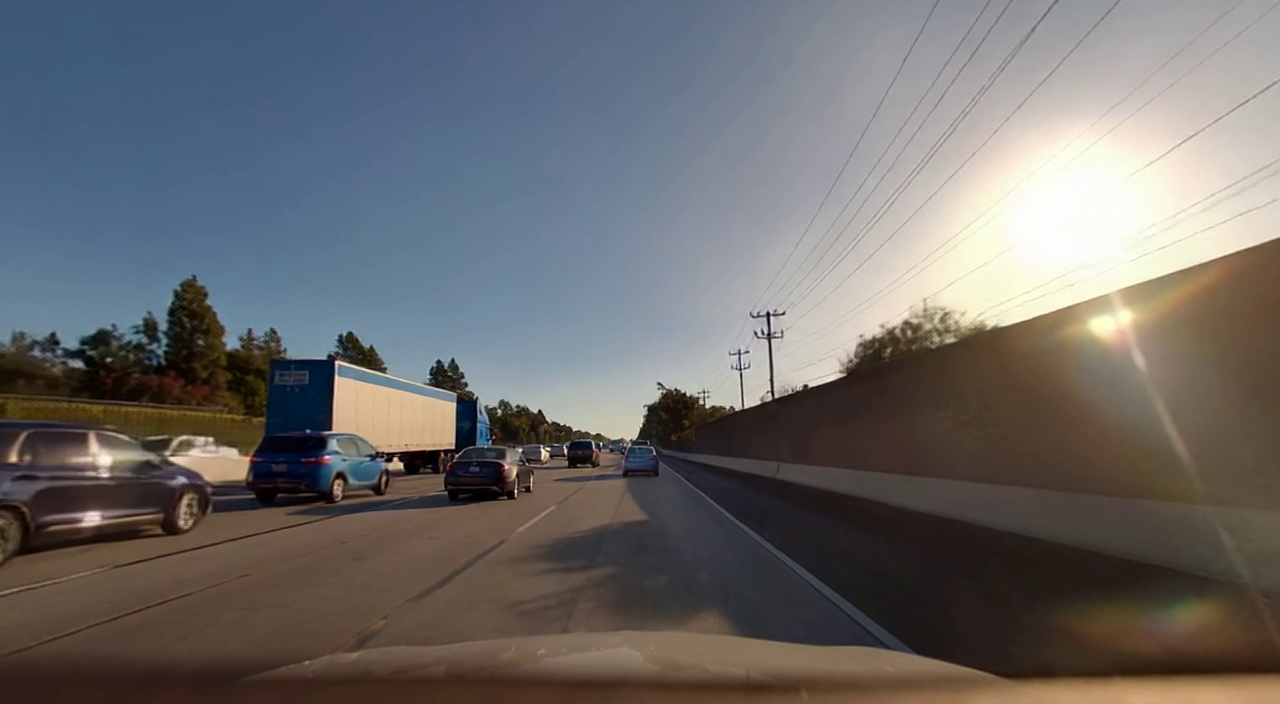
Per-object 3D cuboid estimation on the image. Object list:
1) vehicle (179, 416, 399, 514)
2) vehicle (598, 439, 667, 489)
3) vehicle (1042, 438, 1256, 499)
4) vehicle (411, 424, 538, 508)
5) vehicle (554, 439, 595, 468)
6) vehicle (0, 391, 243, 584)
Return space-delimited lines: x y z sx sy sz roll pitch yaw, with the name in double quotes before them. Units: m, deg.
"vehicle" -7.572 2.500 14.453 2.054 1.825 5.072 0 -8 1
"vehicle" -0.256 3.686 21.122 2.089 1.477 3.818 0 -8 -1
"vehicle" 14.088 3.229 17.993 2.027 1.478 4.849 0 -9 -1
"vehicle" -3.799 2.701 15.354 1.923 1.716 4.289 0 -9 0
"vehicle" -3.981 6.260 39.175 1.976 1.705 4.176 0 -8 1
"vehicle" -6.941 1.448 7.134 2.027 1.762 4.386 0 -9 0
